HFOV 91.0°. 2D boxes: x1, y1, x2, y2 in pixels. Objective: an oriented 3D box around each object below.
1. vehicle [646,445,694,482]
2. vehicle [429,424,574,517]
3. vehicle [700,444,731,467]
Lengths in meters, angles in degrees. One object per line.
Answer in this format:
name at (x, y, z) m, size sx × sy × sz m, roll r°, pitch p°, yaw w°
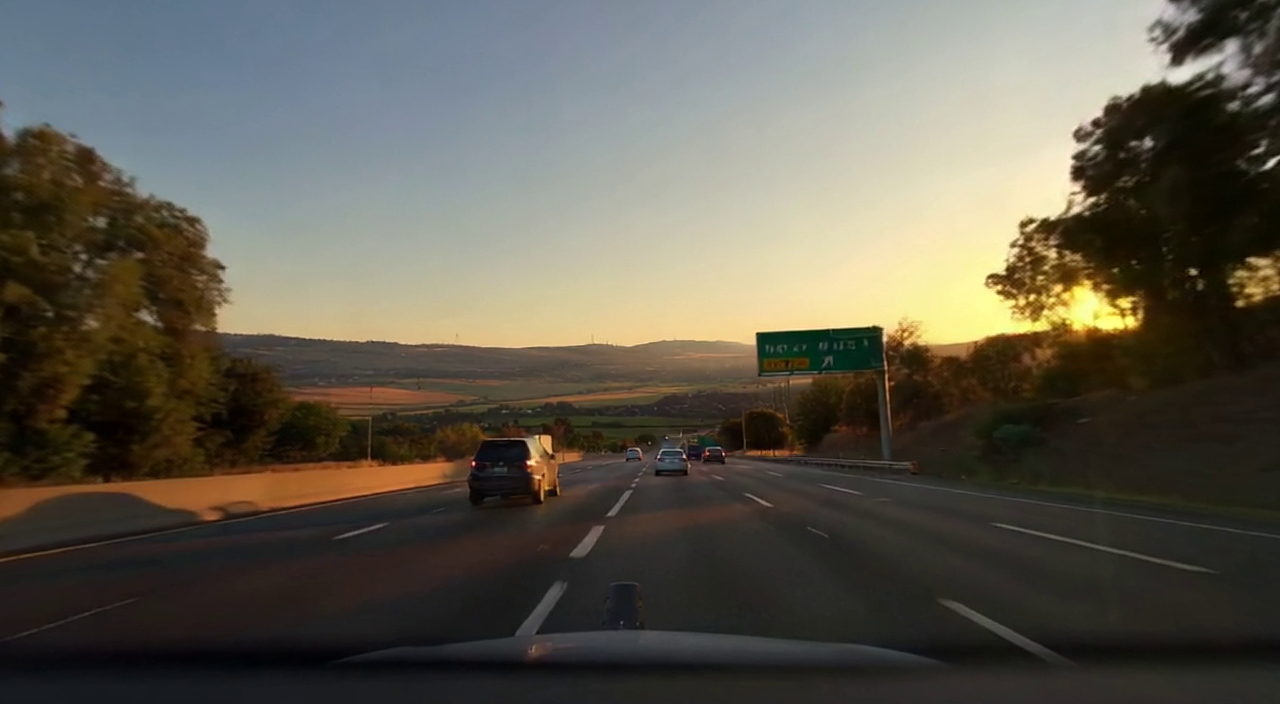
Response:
vehicle at (1.301, 4.944, 28.212) m, size 2.004 × 1.471 × 4.032 m, roll 0°, pitch -9°, yaw 1°
vehicle at (-2.884, 2.596, 14.245) m, size 2.142 × 1.724 × 4.344 m, roll 0°, pitch -9°, yaw 2°
vehicle at (5.786, 7.981, 48.698) m, size 1.975 × 1.650 × 4.257 m, roll 0°, pitch -9°, yaw 1°
